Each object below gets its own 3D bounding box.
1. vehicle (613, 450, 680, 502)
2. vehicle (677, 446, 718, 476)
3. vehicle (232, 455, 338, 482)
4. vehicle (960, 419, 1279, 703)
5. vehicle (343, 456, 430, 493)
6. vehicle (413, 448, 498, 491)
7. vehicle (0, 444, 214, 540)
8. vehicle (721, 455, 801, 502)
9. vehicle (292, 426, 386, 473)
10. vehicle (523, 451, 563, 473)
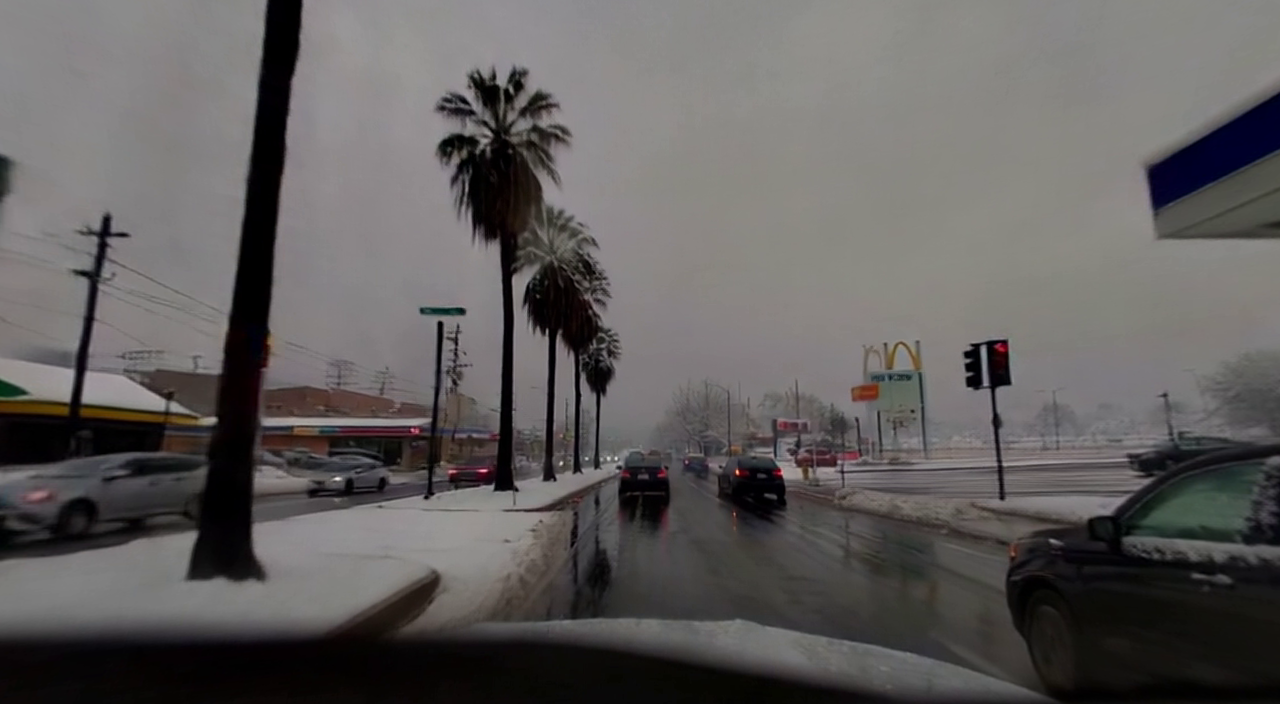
[{"bbox_3d":[0.172,4.077,21.140,2.021,1.550,4.090,0,-9,-1],"label":"vehicle"},{"bbox_3d":[3.783,7.293,42.343,2.299,1.803,5.434,0,-9,1],"label":"vehicle"},{"bbox_3d":[-20.412,6.715,36.474,4.858,1.489,2.147,-1,-10,5],"label":"vehicle"},{"bbox_3d":[3.576,1.080,2.929,1.987,1.474,4.198,0,-9,0],"label":"vehicle"},{"bbox_3d":[-11.182,5.410,28.243,1.908,1.506,4.397,-1,-9,2],"label":"vehicle"},{"bbox_3d":[-8.018,5.147,27.969,1.980,1.719,4.963,-1,-9,4],"label":"vehicle"},{"bbox_3d":[-12.069,2.955,13.923,2.006,1.737,4.537,-1,-9,3],"label":"vehicle"},{"bbox_3d":[4.074,4.309,21.940,1.889,1.448,4.262,0,-9,0],"label":"vehicle"},{"bbox_3d":[-23.173,7.653,49.284,2.791,3.271,7.924,-1,-10,5],"label":"vehicle"},{"bbox_3d":[-6.935,7.911,45.535,2.052,1.483,4.751,-1,-9,1],"label":"vehicle"}]
